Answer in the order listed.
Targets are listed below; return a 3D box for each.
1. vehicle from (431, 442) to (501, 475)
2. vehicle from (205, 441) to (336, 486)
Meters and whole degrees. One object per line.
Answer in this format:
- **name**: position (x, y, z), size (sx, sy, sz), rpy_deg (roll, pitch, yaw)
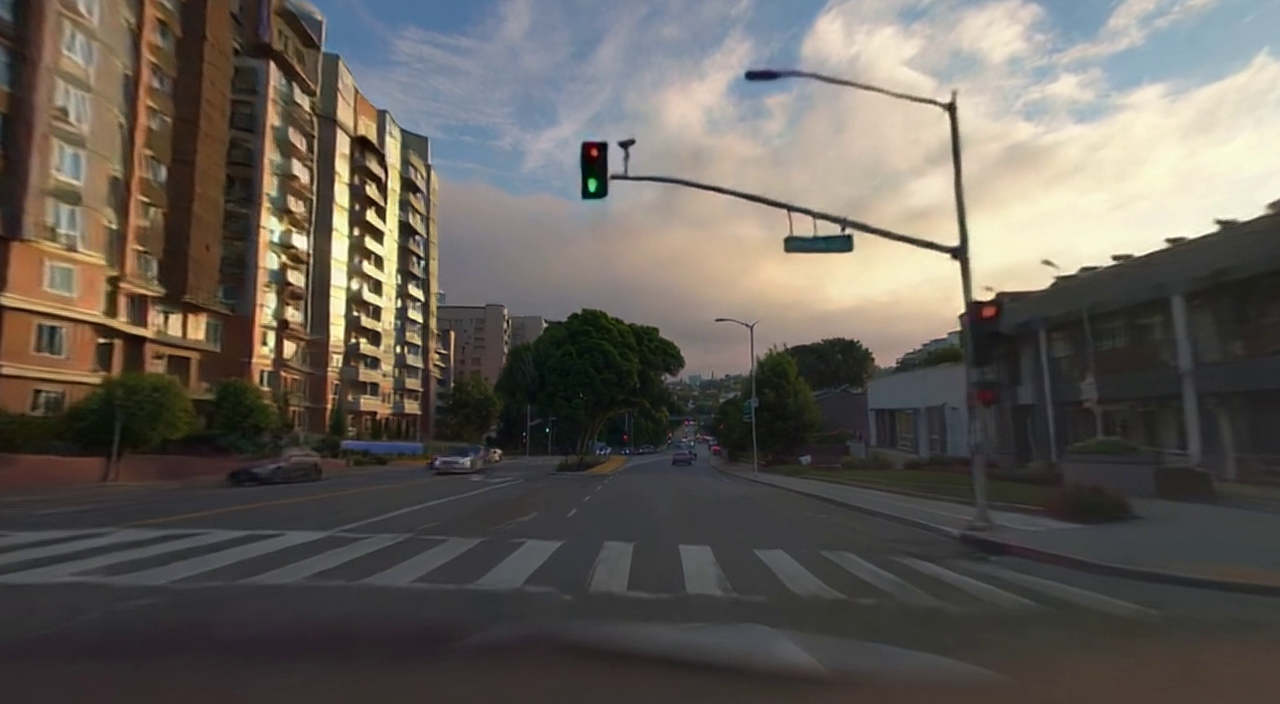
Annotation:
- **vehicle**: position (-8.644, 5.334, 31.816), size (1.939, 1.482, 4.673), rpy_deg (0, -9, 4)
- **vehicle**: position (-13.335, 4.035, 23.107), size (1.965, 1.474, 4.376), rpy_deg (0, -9, 3)
